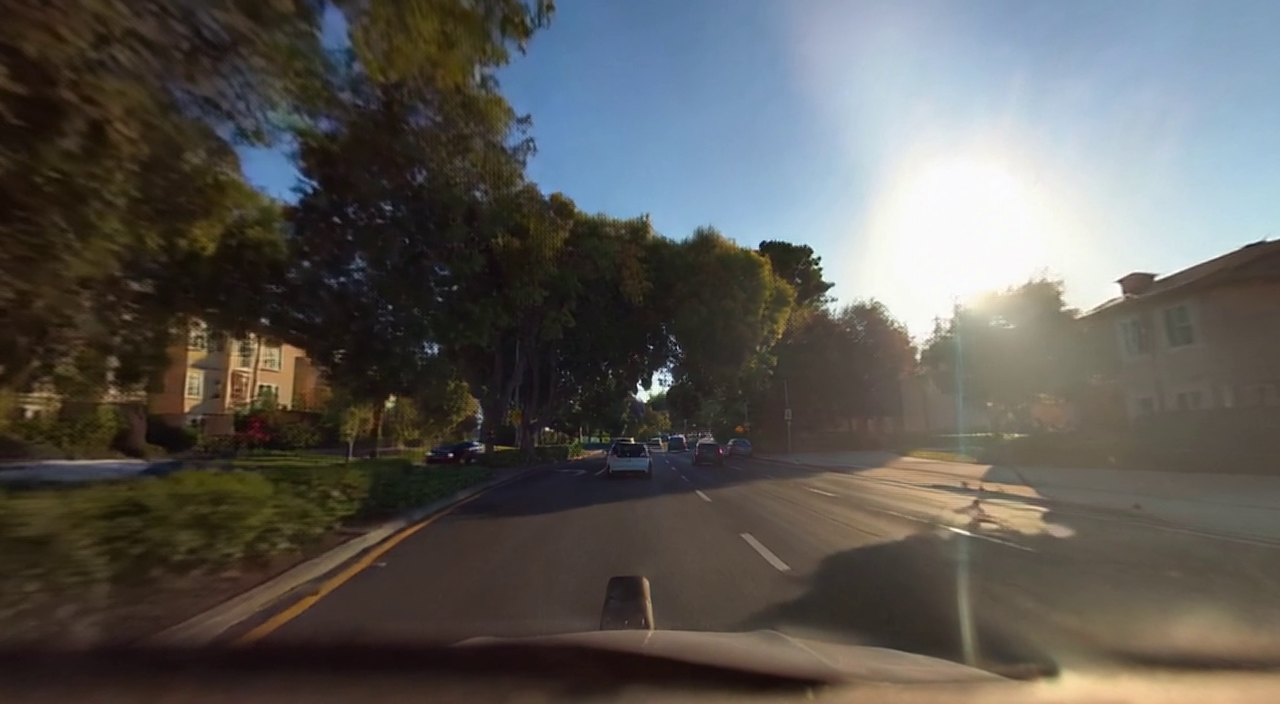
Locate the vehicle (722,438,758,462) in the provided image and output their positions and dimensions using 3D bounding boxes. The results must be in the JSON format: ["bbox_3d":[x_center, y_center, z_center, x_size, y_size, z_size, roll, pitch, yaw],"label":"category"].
[{"bbox_3d":[7.460,7.318,47.383,1.972,1.700,4.269,0,-8,0],"label":"vehicle"}]

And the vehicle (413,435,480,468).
[{"bbox_3d":[-10.370,5.395,34.223,2.071,1.645,4.654,0,-8,1],"label":"vehicle"}]

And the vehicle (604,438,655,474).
[{"bbox_3d":[-0.410,4.585,27.998,2.102,1.481,3.907,0,-8,0],"label":"vehicle"}]

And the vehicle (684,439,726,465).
[{"bbox_3d":[4.006,6.240,39.512,2.067,1.514,4.188,0,-8,-2],"label":"vehicle"}]
